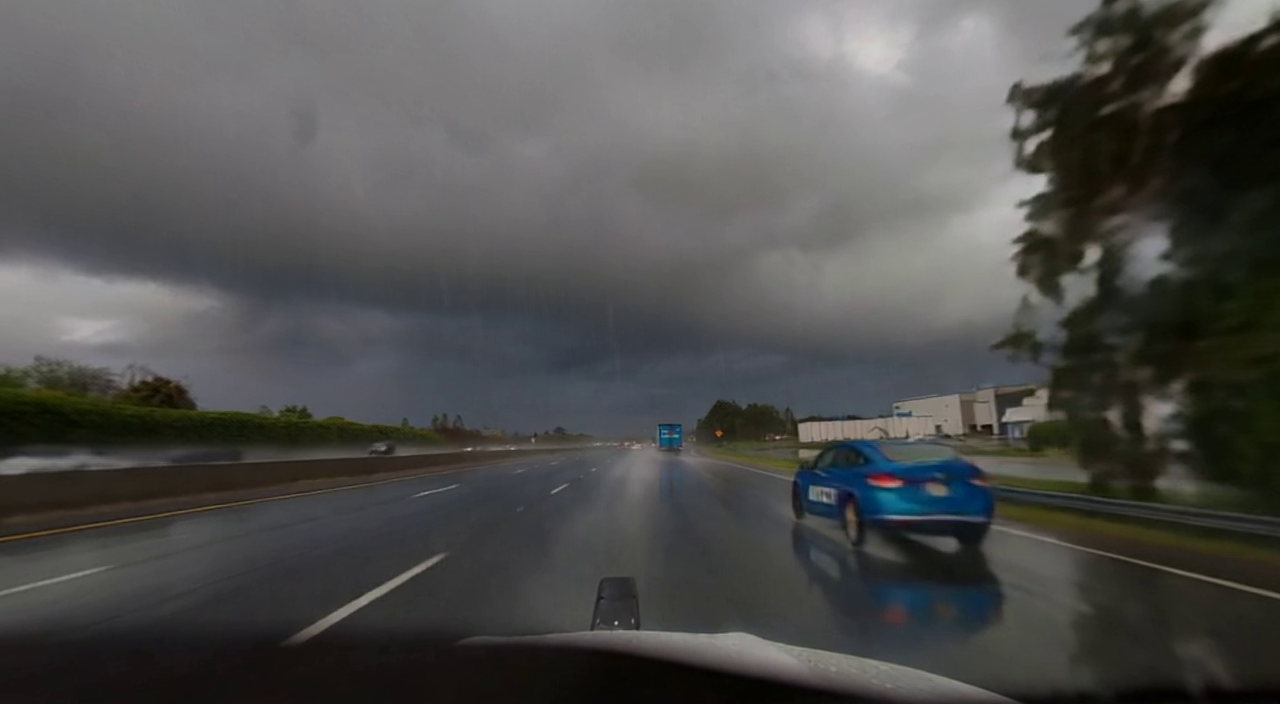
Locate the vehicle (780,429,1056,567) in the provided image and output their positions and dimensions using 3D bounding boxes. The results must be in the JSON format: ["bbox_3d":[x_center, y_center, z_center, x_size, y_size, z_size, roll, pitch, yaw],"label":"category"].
[{"bbox_3d":[3.507,1.902,8.944,2.048,1.482,3.956,0,-8,-1],"label":"vehicle"}]
